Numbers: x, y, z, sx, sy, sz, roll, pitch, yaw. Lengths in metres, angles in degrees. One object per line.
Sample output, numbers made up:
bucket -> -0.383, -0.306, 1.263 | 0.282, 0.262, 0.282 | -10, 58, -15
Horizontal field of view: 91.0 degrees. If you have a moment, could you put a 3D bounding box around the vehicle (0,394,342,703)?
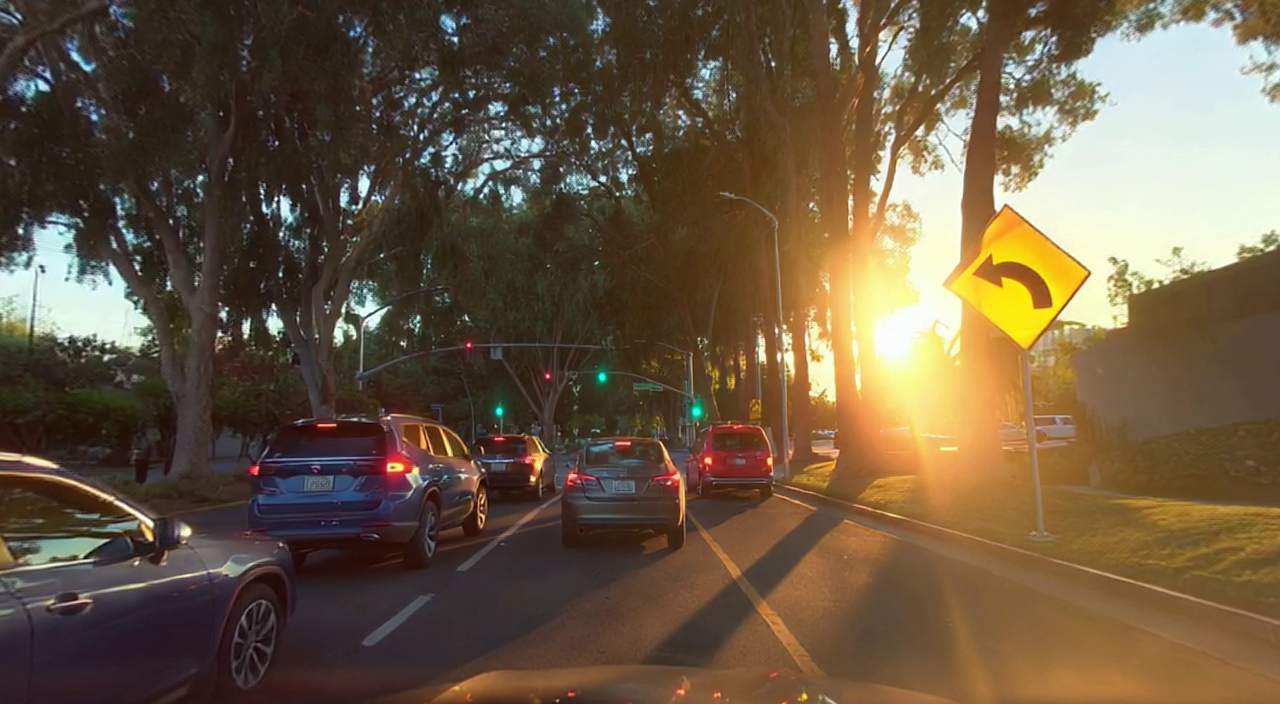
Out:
vehicle -> -2.921, 0.836, 1.616 | 1.974, 1.484, 4.716 | 0, -8, 0

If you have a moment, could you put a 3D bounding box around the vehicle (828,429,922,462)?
vehicle -> 11.378, 4.559, 30.693 | 3.883, 1.534, 1.779 | 0, -8, 2

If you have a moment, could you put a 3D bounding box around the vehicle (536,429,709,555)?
vehicle -> -0.257, 1.922, 9.343 | 2.025, 1.453, 3.848 | 0, -8, -2

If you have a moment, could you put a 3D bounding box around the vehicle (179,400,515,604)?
vehicle -> -2.899, 1.573, 7.452 | 1.964, 1.712, 4.097 | 0, -8, 0

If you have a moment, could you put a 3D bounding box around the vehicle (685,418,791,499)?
vehicle -> 2.449, 2.826, 16.981 | 2.059, 1.864, 4.541 | 0, -8, -1
